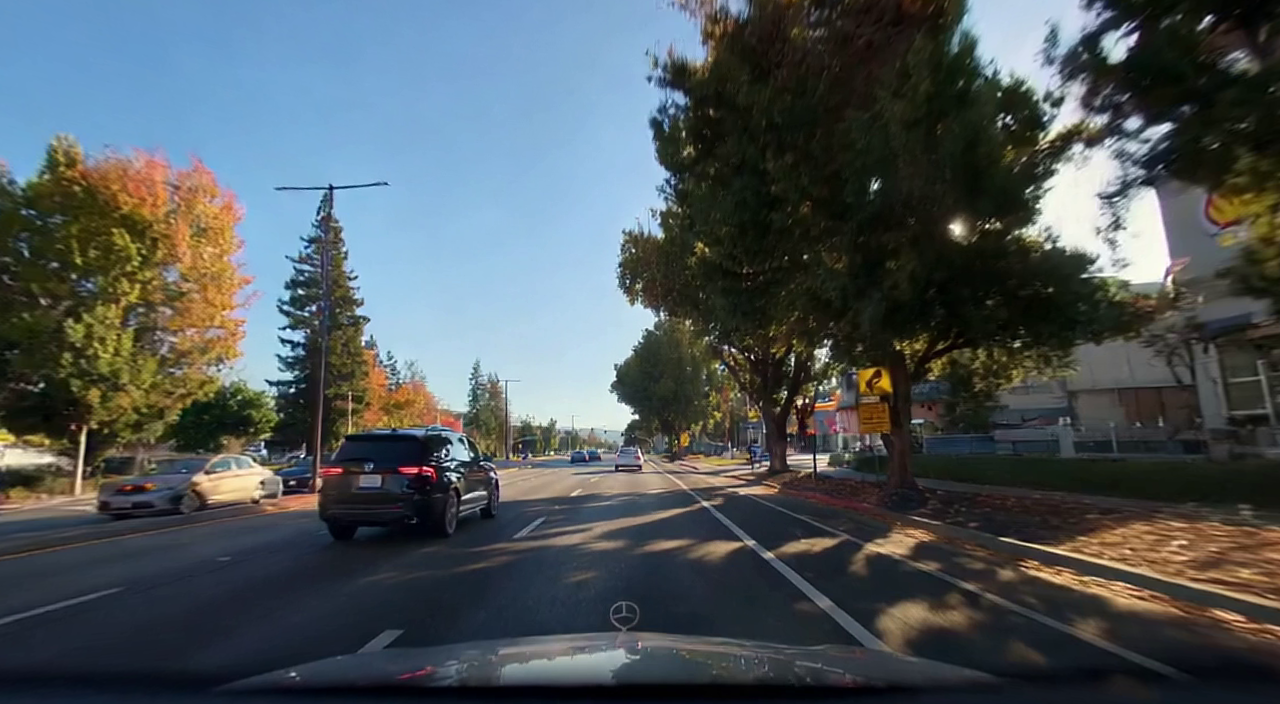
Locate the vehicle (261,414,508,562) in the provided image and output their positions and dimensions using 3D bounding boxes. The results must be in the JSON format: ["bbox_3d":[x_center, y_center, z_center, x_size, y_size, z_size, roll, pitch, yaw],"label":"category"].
[{"bbox_3d":[-3.567,1.979,9.947,1.985,1.772,4.479,0,-8,0],"label":"vehicle"}]

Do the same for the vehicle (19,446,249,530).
[{"bbox_3d":[-11.652,3.104,15.074,1.929,1.525,4.409,-4,-8,-1],"label":"vehicle"}]

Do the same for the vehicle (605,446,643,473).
[{"bbox_3d":[-1.000,6.948,41.192,2.190,1.662,4.167,-1,-8,3],"label":"vehicle"}]
